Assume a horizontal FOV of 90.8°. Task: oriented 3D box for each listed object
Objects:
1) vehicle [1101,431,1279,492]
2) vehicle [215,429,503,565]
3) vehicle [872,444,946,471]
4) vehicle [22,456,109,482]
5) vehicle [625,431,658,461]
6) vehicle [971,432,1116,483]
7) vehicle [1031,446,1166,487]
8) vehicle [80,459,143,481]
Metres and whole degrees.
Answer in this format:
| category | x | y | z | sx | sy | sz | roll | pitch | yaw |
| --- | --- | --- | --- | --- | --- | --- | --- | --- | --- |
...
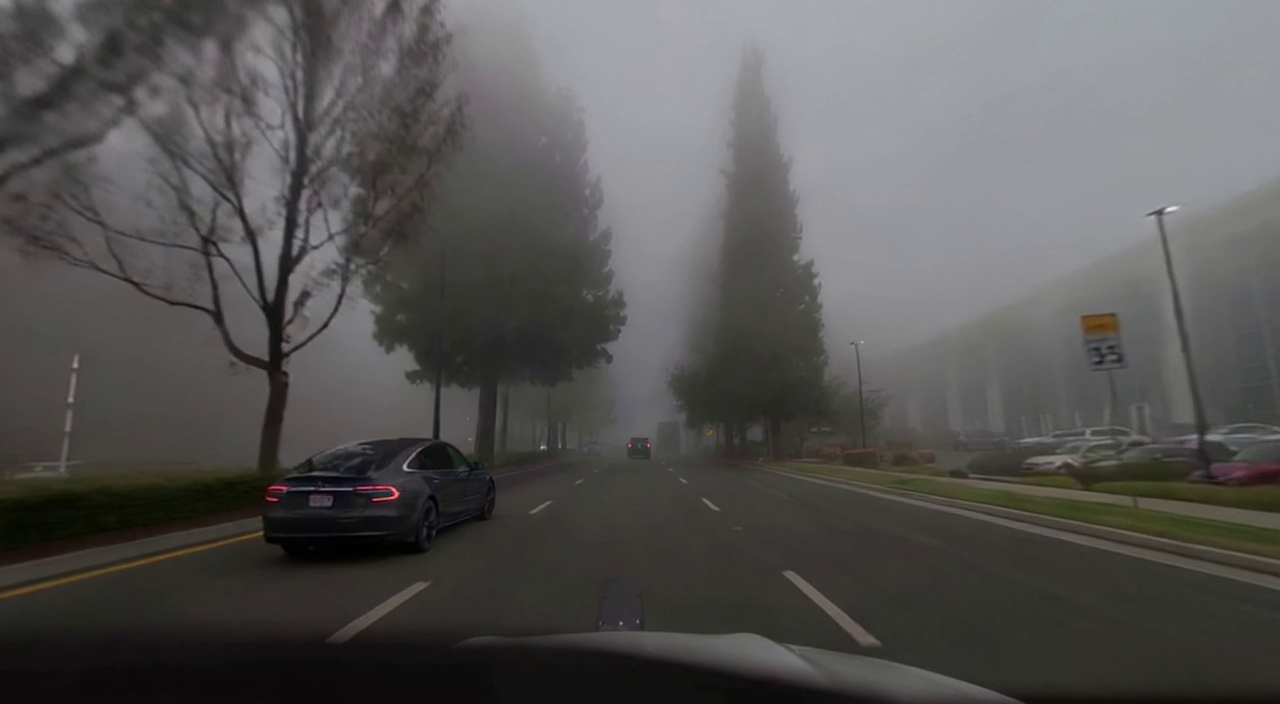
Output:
| category | x | y | z | sx | sy | sz | roll | pitch | yaw |
| --- | --- | --- | --- | --- | --- | --- | --- | --- | --- |
| vehicle | 16.513 | 3.148 | 18.357 | 4.579 | 1.623 | 2.031 | 0 | -8 | -1 |
| vehicle | -3.586 | 1.922 | 9.261 | 2.120 | 1.481 | 4.535 | 0 | -8 | 0 |
| vehicle | 15.798 | 6.216 | 37.257 | 3.495 | 1.485 | 1.806 | 0 | -8 | -2 |
| vehicle | -42.341 | 8.605 | 46.701 | 2.037 | 1.779 | 4.609 | -2 | -10 | 0 |
| vehicle | 0.065 | 7.120 | 47.703 | 2.336 | 2.122 | 5.207 | 0 | -8 | -1 |
| vehicle | 16.990 | 4.463 | 26.801 | 4.520 | 1.834 | 2.167 | -3 | -9 | 0 |
| vehicle | 17.258 | 4.308 | 23.901 | 3.722 | 1.408 | 1.766 | -1 | -8 | -1 |
| vehicle | -39.525 | 8.824 | 47.343 | 1.633 | 1.433 | 3.617 | 0 | -8 | -1 |
